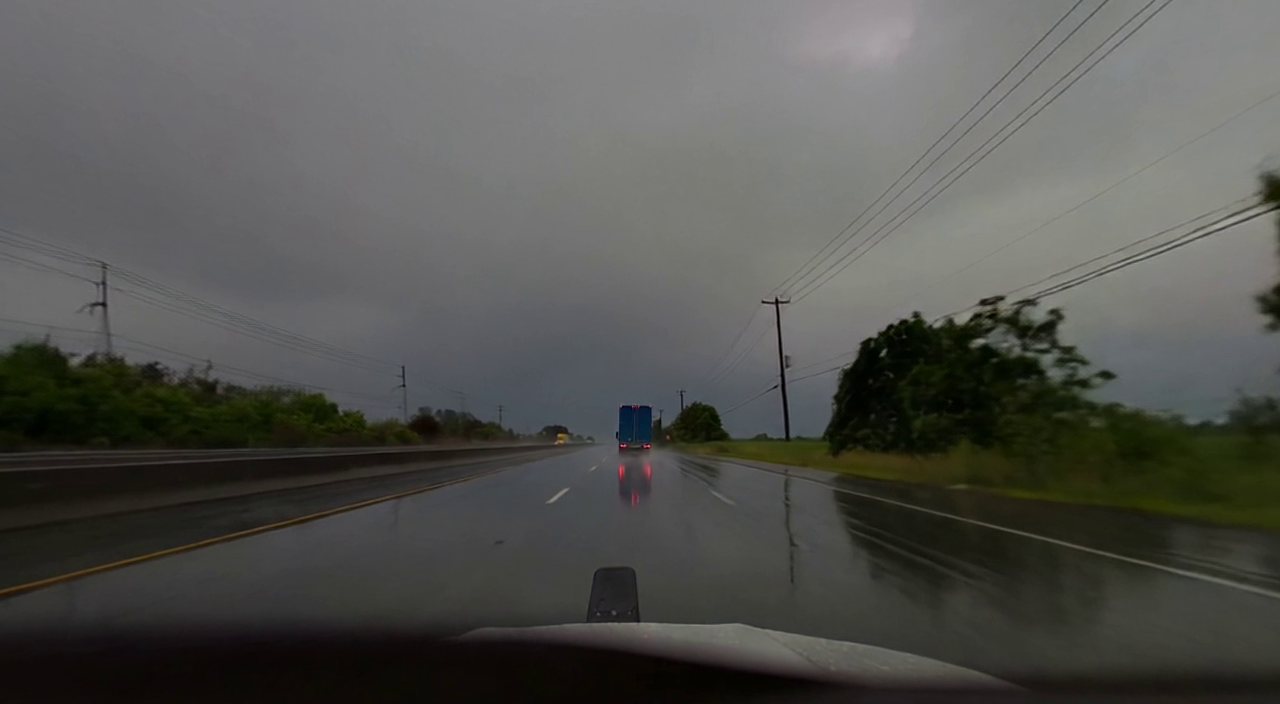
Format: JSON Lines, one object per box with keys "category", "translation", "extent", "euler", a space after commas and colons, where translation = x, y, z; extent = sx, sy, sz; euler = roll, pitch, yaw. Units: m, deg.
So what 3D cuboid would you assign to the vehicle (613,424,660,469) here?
{"category": "vehicle", "translation": [-0.263, 4.885, 32.753], "extent": [2.240, 2.129, 4.480], "euler": [0, -8, -2]}
